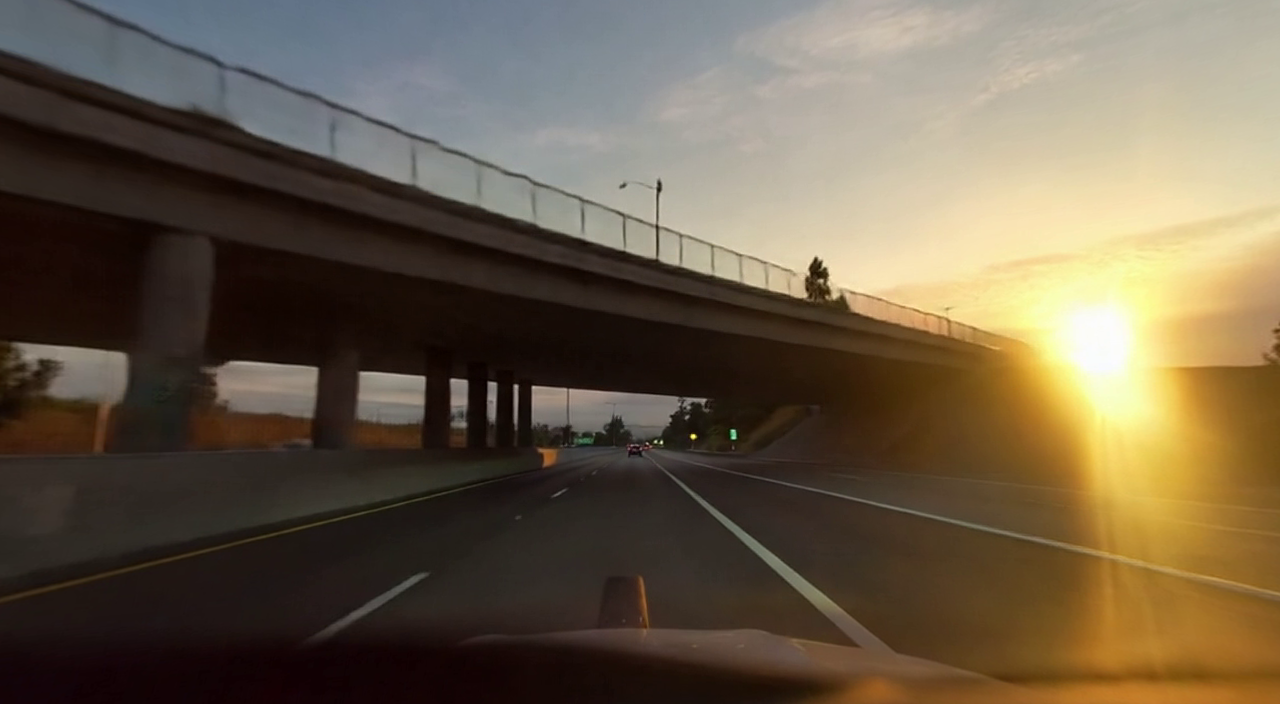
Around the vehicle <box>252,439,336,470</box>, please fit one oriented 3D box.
[{"bbox_3d":[-19.491,5.790,35.788,2.040,1.650,4.791,0,-9,0],"label":"vehicle"}]
